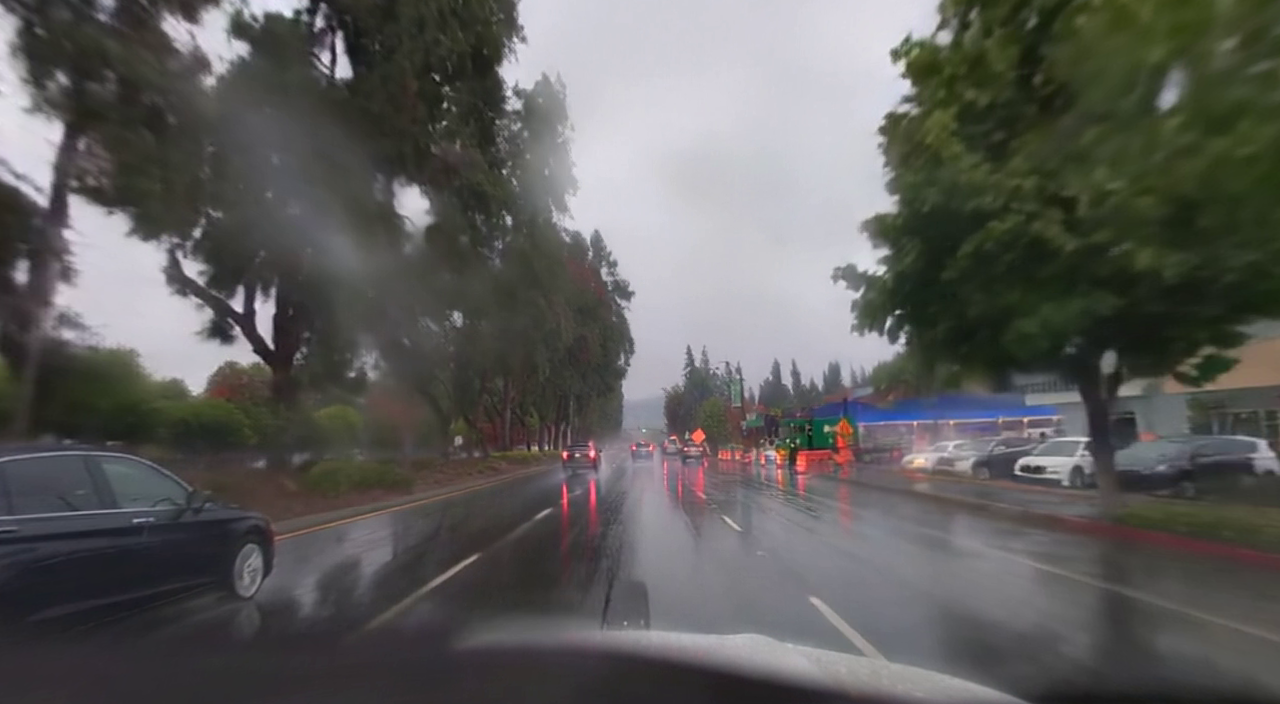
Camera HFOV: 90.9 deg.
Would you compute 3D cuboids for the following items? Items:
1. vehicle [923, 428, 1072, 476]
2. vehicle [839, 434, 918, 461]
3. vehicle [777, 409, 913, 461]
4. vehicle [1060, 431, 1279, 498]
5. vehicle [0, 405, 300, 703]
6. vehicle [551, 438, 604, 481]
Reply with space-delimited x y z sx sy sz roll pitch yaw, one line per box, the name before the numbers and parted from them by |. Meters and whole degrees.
vehicle | 13.877 3.908 24.794 4.804 1.695 2.055 -4 -9 26
vehicle | 15.814 6.378 42.018 1.874 1.694 4.535 7 -11 -38
vehicle | 15.044 6.148 46.714 8.949 3.673 3.044 0 -8 -2
vehicle | 13.384 2.702 15.392 4.835 1.458 1.934 -4 -9 23
vehicle | -3.985 1.126 3.665 1.856 1.540 3.733 0 -8 1
vehicle | -2.603 4.527 26.832 2.038 1.682 4.399 1 -9 -4
